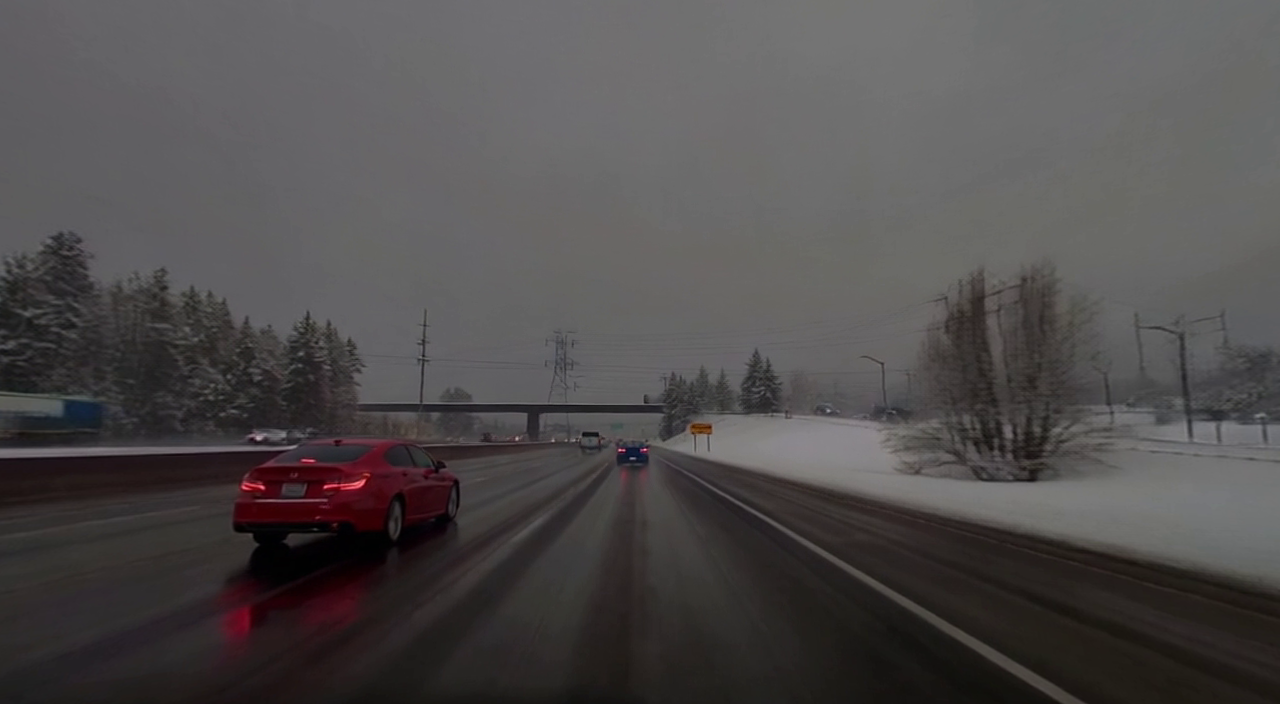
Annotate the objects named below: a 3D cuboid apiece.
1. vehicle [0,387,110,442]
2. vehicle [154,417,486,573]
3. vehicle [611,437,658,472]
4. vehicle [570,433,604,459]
[{"bbox_3d":[-46.290,4.709,46.337,2.805,3.776,13.304,0,-8,-1],"label":"vehicle"},{"bbox_3d":[-3.724,1.738,8.531,2.035,1.514,4.600,0,-8,1],"label":"vehicle"},{"bbox_3d":[-0.259,4.554,28.108,1.954,1.460,3.983,0,-8,-1],"label":"vehicle"},{"bbox_3d":[-3.917,7.005,46.936,2.174,1.806,3.932,0,-8,0],"label":"vehicle"}]
